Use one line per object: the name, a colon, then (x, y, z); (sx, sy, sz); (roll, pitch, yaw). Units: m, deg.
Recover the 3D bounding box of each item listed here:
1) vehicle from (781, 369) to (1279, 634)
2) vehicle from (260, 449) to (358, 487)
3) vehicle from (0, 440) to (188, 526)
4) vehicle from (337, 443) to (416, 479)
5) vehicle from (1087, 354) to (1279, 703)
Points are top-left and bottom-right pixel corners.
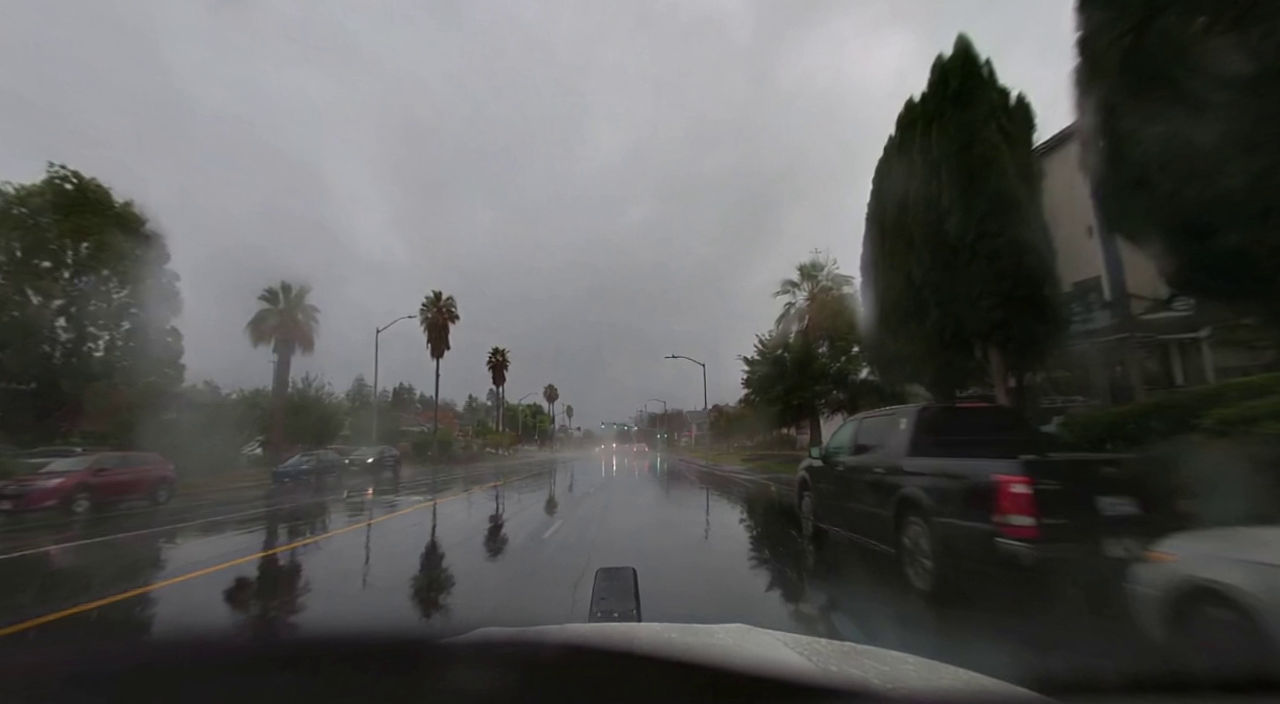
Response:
vehicle: (3.508, 1.448, 7.174); (2.435, 1.872, 5.153); (0, -9, -2)
vehicle: (-14.199, 4.978, 27.430); (1.883, 1.496, 4.445); (0, -9, -1)
vehicle: (-13.851, 3.077, 15.472); (2.118, 1.750, 4.655); (0, -9, -1)
vehicle: (-14.277, 5.917, 34.626); (2.143, 1.808, 5.265); (0, -9, -1)
vehicle: (3.714, 0.655, 1.161); (2.019, 1.726, 5.012); (0, -9, -1)
